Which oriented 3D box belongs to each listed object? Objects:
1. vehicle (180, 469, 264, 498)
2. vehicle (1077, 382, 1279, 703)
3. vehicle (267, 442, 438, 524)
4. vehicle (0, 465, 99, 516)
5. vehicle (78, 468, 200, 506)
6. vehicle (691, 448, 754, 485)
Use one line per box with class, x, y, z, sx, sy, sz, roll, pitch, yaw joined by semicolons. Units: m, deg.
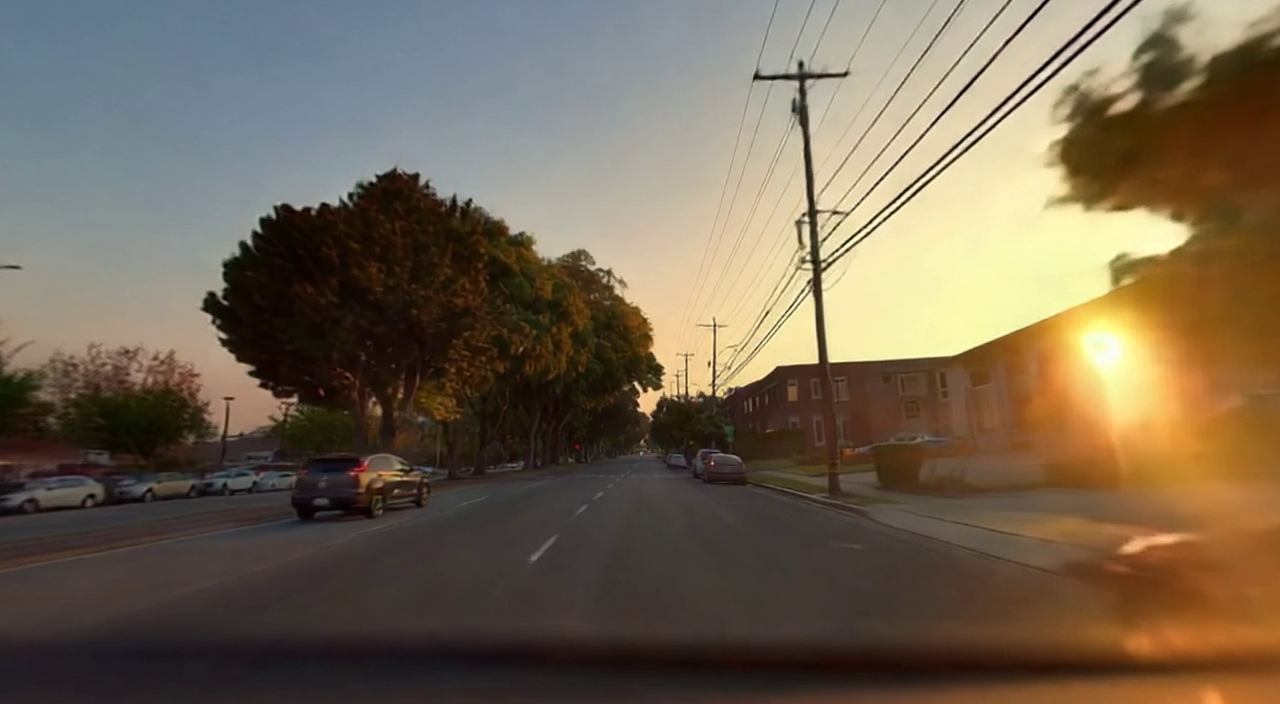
vehicle;-25.532;8.044;38.733;1.883;1.451;4.676;-1;-8;1
vehicle;3.508;0.767;1.471;2.022;1.592;4.111;-1;-8;1
vehicle;-6.691;3.050;15.380;2.000;1.671;4.497;-1;-8;1
vehicle;-25.659;5.716;26.325;1.894;1.787;4.711;-1;-8;1
vehicle;-25.614;6.888;32.566;1.912;1.538;5.264;-1;-8;1
vehicle;3.641;5.145;28.648;2.259;1.500;4.474;0;-8;0
